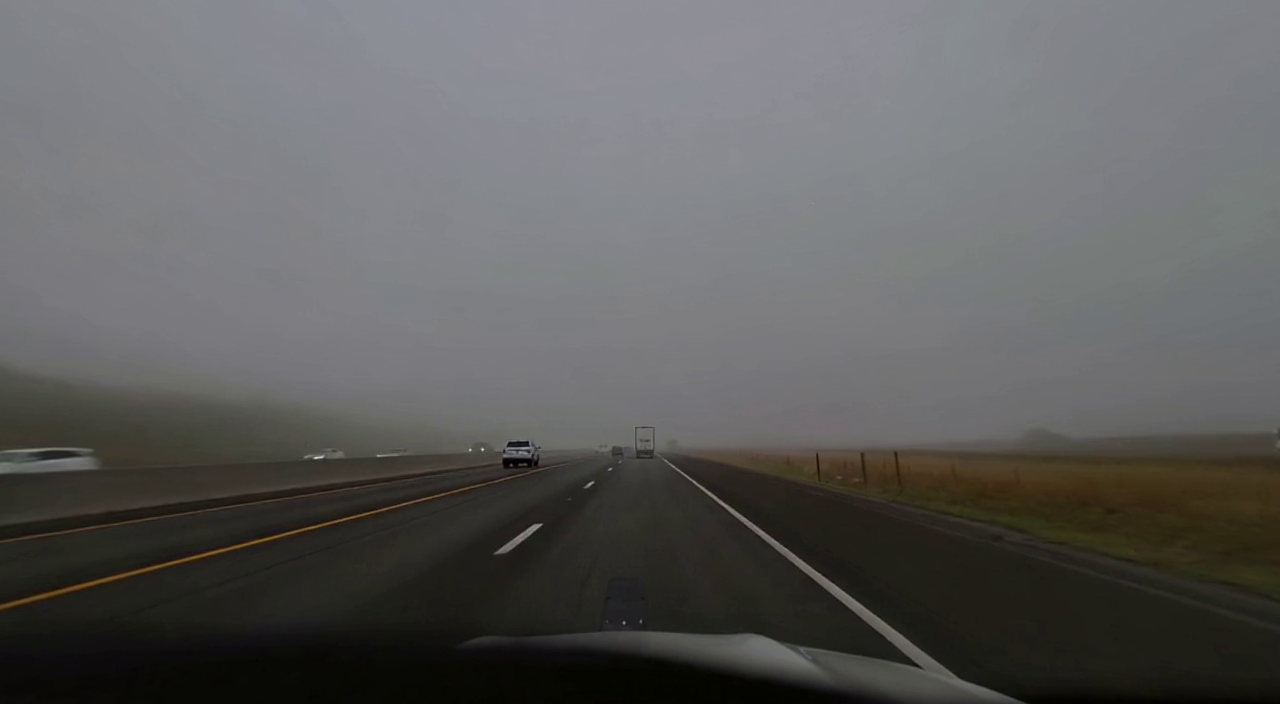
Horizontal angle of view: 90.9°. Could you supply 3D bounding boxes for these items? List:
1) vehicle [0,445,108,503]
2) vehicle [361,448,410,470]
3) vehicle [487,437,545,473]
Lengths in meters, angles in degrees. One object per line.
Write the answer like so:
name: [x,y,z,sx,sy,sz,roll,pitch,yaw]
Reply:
vehicle: [-20.568,3.916,20.534,2.106,1.734,4.955,0,-8,0]
vehicle: [-19.578,8.205,48.684,1.872,1.585,4.416,0,-8,1]
vehicle: [-6.953,5.838,35.926,2.193,1.866,4.807,0,-8,2]
